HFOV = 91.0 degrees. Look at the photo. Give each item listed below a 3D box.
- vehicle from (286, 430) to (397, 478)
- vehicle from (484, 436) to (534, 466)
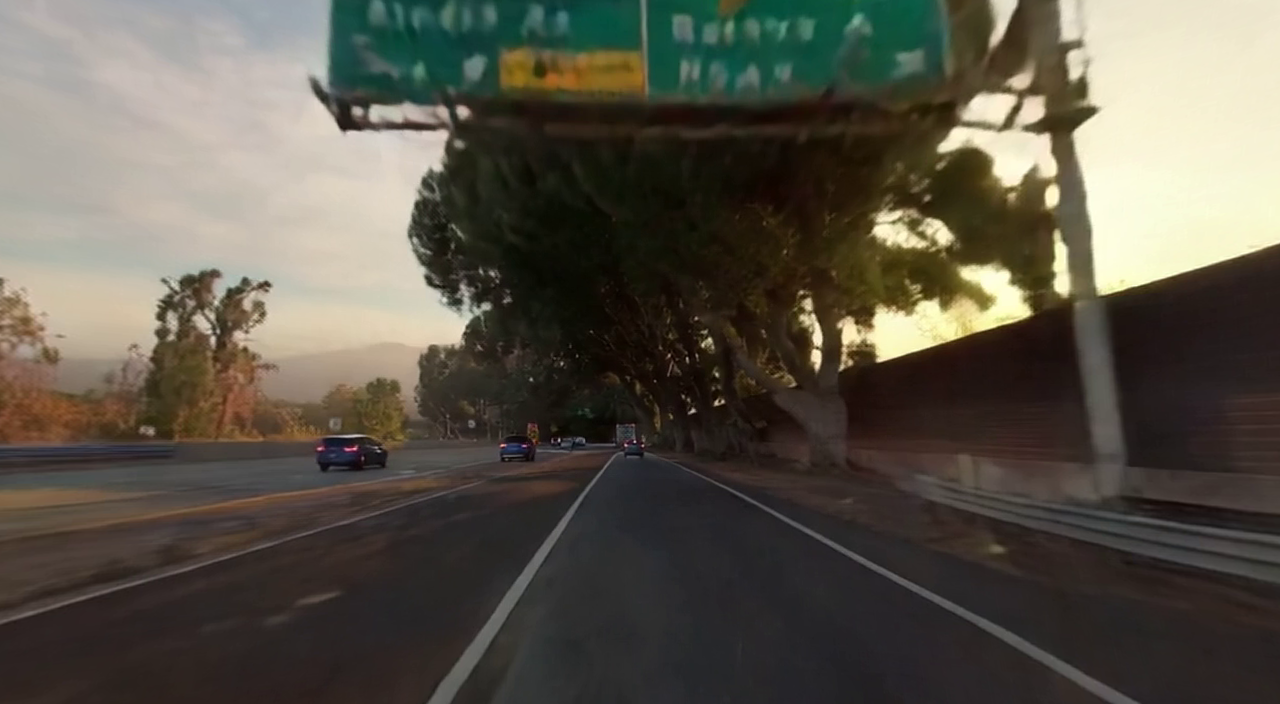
[{"bbox_3d":[-11.200,3.869,24.054,2.025,1.618,4.683,0,-9,-1],"label":"vehicle"},{"bbox_3d":[-7.933,6.057,38.668,2.151,1.707,4.759,0,-8,-1],"label":"vehicle"}]
